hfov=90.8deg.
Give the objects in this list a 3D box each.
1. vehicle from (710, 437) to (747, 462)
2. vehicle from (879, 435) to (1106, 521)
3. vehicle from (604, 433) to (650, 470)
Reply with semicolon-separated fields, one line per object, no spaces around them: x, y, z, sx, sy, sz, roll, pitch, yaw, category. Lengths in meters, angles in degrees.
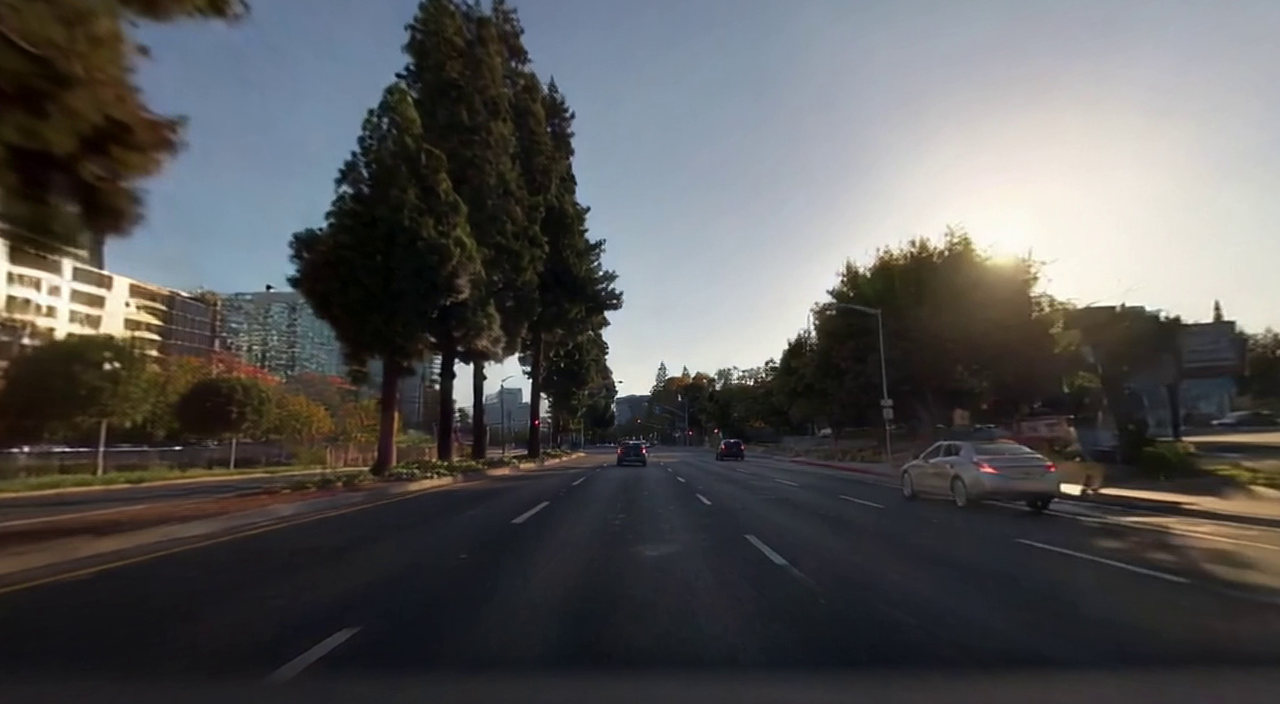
6.646;7.371;47.763;2.026;1.804;4.565;0;-8;-1;vehicle
6.952;2.514;13.189;2.139;1.471;4.393;0;-8;-1;vehicle
-0.625;5.170;32.902;2.193;1.794;4.457;0;-8;0;vehicle
